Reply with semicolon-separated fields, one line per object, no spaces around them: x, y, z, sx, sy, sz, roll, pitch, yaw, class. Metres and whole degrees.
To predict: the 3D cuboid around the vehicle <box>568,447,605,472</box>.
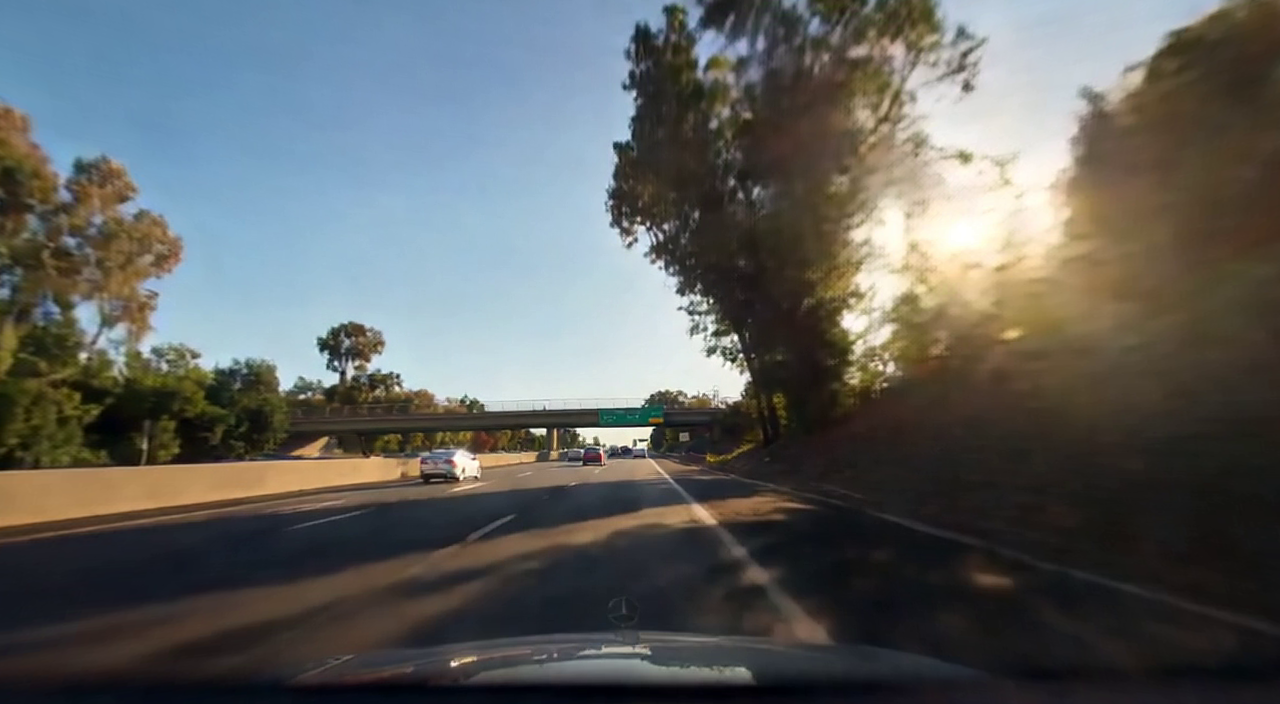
-3.608;7.364;43.295;2.102;1.571;4.666;0;-9;1;vehicle

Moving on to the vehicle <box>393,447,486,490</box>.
-7.592;4.441;24.406;2.002;1.507;4.631;0;-9;1;vehicle
